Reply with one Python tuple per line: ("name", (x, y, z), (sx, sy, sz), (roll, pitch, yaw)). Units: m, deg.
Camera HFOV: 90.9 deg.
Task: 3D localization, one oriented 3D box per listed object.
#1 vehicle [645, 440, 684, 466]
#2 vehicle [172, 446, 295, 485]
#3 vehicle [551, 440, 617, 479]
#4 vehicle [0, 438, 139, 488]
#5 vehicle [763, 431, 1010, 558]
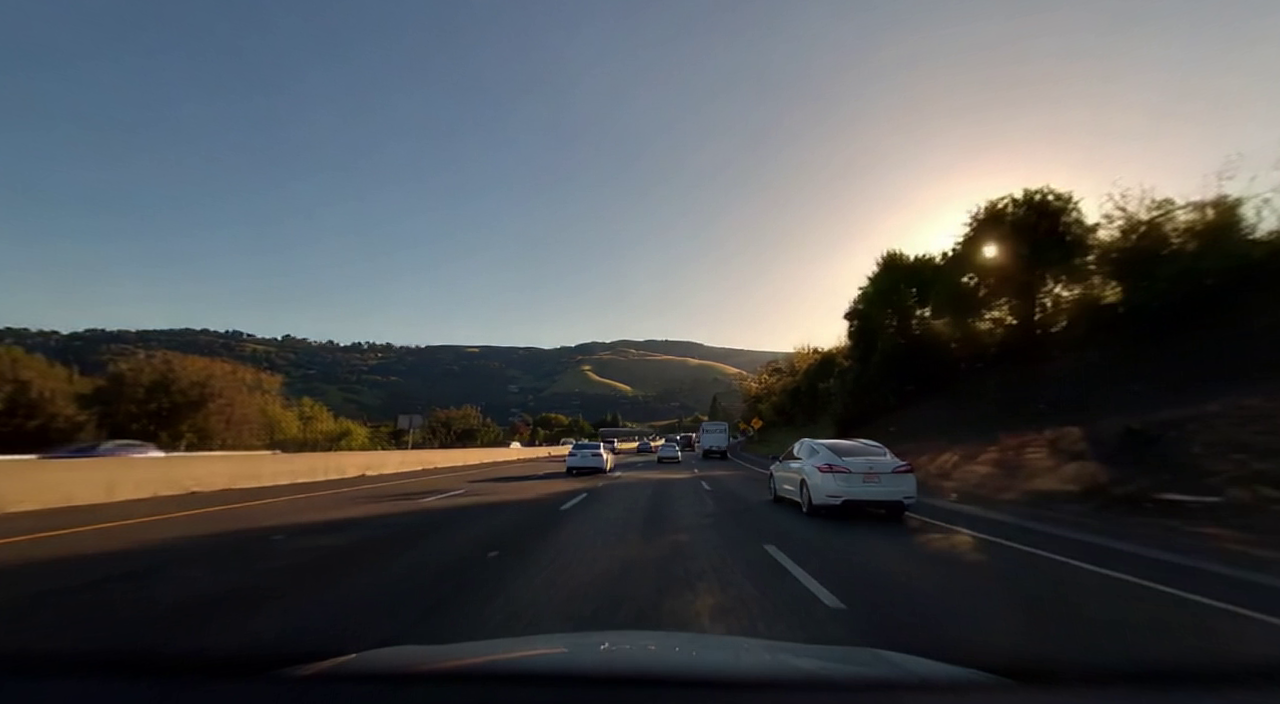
("vehicle", (1.524, 6.115, 38.197), (2.202, 1.467, 3.929), (-1, -8, 4))
("vehicle", (-16.414, 4.593, 25.807), (1.880, 1.422, 4.410), (-1, -8, 4))
("vehicle", (-2.232, 4.455, 26.467), (2.031, 1.491, 4.792), (-1, -8, 4))
("vehicle", (-19.810, 3.722, 21.512), (1.789, 1.520, 4.258), (-1, -8, 3))
("vehicle", (3.307, 1.987, 9.575), (2.013, 1.464, 4.317), (0, -8, 0))
